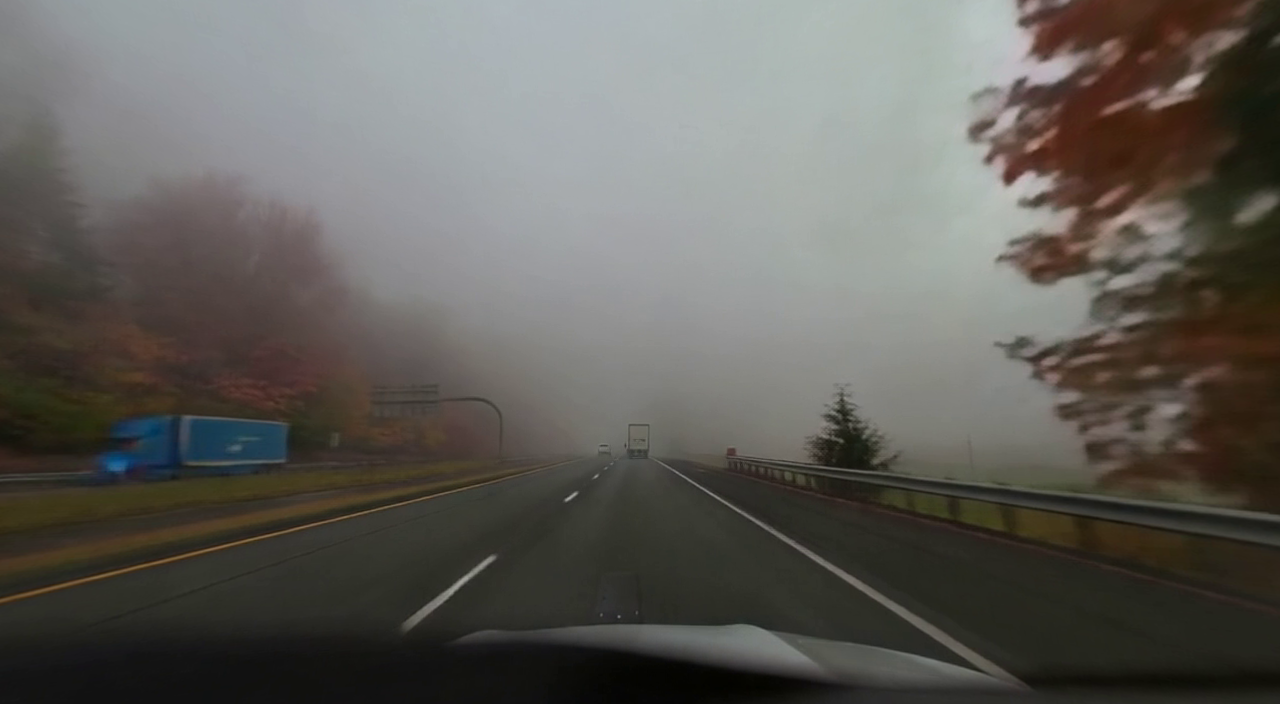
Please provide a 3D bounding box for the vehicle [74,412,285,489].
[{"bbox_3d":[-28.206,6.277,40.046,2.903,3.942,14.419,0,-9,-1],"label":"vehicle"}]
